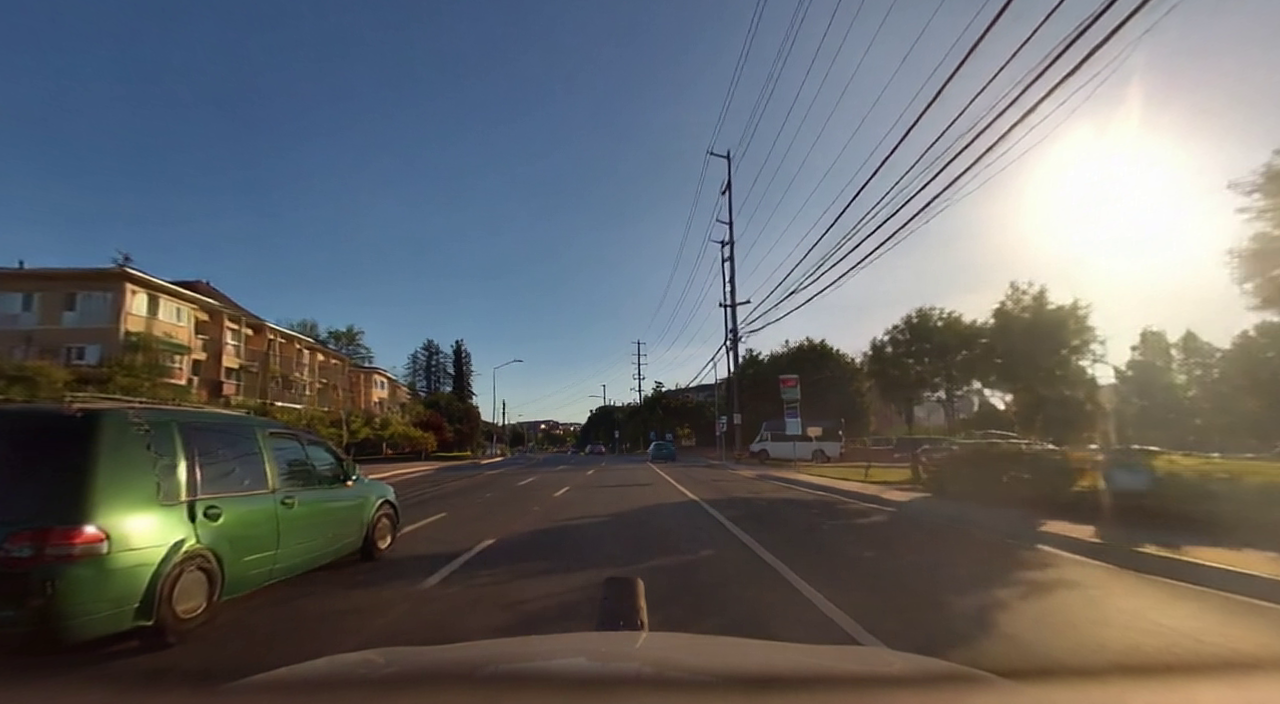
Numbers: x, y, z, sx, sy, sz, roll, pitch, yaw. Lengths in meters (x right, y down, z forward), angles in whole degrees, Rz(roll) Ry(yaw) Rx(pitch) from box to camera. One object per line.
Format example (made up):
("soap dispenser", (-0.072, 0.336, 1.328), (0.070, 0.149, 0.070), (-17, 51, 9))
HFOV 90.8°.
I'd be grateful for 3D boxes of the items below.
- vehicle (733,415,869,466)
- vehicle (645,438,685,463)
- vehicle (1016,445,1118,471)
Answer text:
("vehicle", (10.328, 5.761, 40.883), (7.877, 3.013, 2.916), (-5, -10, 30))
("vehicle", (1.543, 6.304, 40.521), (2.015, 1.467, 4.117), (1, -8, -6))
("vehicle", (24.278, 6.030, 36.003), (4.462, 1.449, 1.877), (0, -8, -2))
